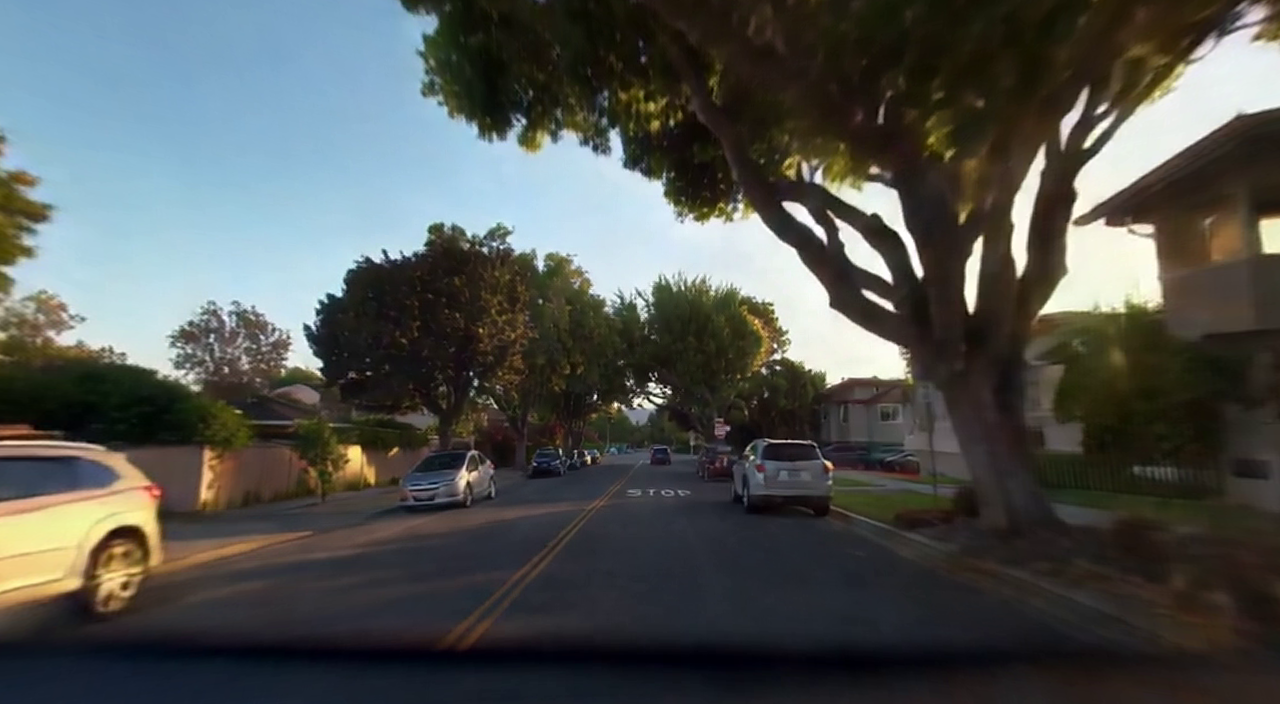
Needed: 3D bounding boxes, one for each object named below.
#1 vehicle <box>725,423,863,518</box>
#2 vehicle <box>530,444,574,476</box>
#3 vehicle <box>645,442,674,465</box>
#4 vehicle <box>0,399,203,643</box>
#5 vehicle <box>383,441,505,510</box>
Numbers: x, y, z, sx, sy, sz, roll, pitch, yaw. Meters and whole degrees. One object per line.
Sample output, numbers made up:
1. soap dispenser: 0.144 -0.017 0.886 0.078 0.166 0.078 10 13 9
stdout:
1. vehicle: 3.312 2.655 14.701 2.117 1.807 4.964 0 -8 2
2. vehicle: -4.800 5.931 34.869 1.955 1.659 4.324 0 -8 -2
3. vehicle: 1.508 8.012 49.909 2.172 1.722 4.201 0 -8 1
4. vehicle: -5.778 1.243 4.329 2.165 1.758 4.701 -3 -9 1
5. vehicle: -5.410 3.433 18.103 2.007 1.709 4.502 0 -8 1
